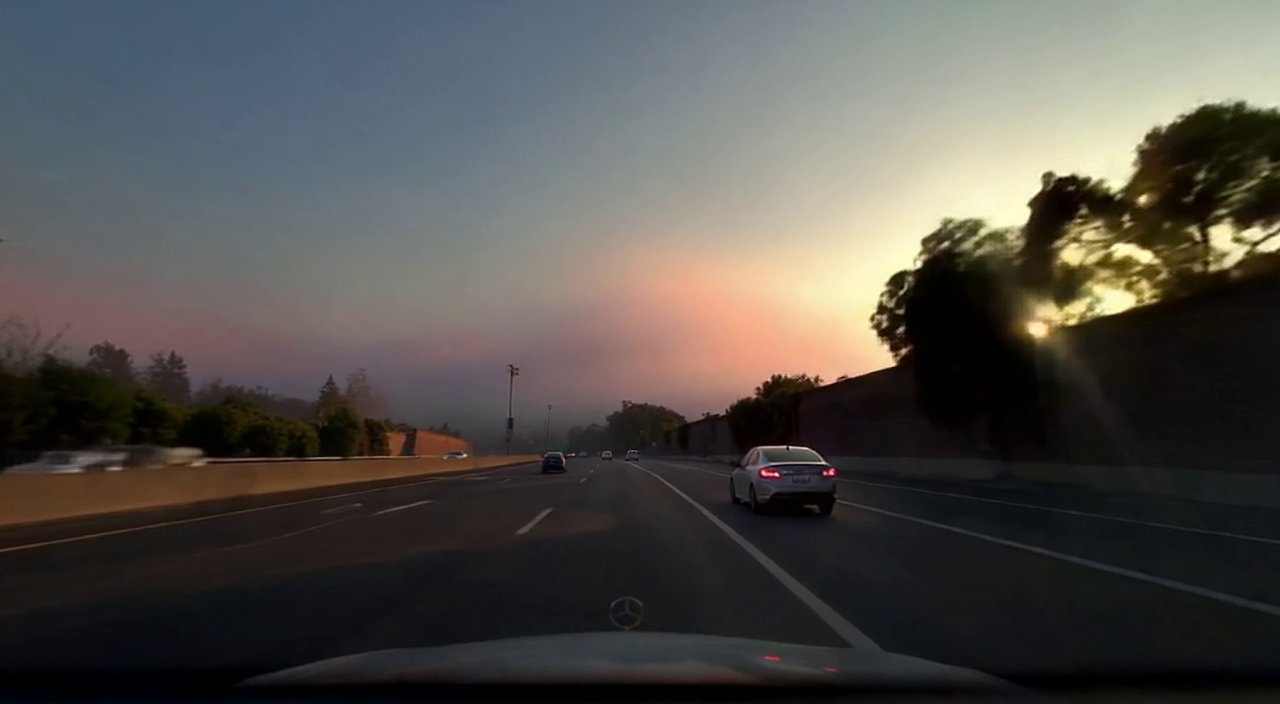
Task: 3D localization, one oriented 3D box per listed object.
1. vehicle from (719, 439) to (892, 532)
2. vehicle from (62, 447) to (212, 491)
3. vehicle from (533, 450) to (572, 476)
[{"bbox_3d":[3.006,2.531,12.690,2.030,1.490,4.737,0,-9,-2],"label":"vehicle"},{"bbox_3d":[-18.877,4.378,24.013,1.890,1.450,4.608,0,-9,0],"label":"vehicle"},{"bbox_3d":[-5.439,6.938,39.597,2.014,1.481,4.156,0,-9,-3],"label":"vehicle"}]
